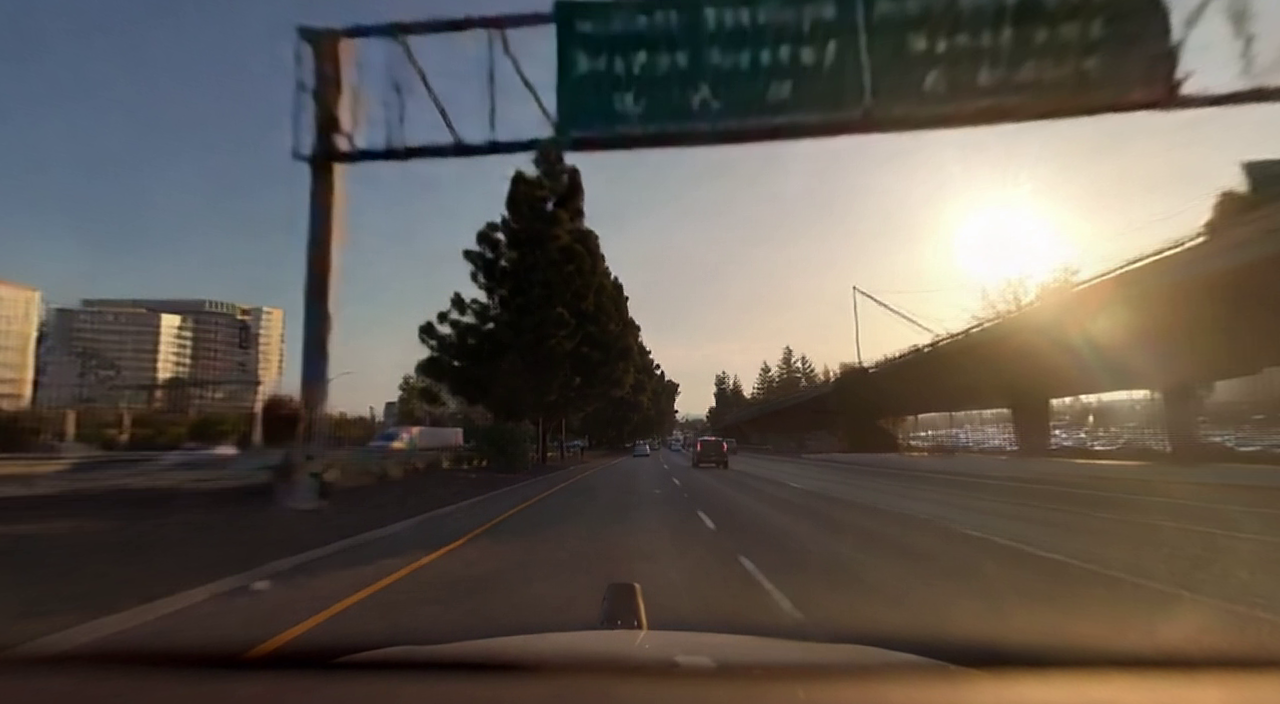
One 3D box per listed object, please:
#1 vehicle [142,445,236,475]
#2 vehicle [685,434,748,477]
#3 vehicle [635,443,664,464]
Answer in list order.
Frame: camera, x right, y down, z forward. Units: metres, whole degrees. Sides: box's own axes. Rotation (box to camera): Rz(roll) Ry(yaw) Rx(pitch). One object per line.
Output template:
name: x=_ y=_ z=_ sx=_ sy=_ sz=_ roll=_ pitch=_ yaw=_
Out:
vehicle: x=-23.777 y=5.717 z=33.543 sx=1.740 sy=1.468 sz=4.371 roll=0 pitch=-9 yaw=1
vehicle: x=3.399 y=4.751 z=29.208 sx=2.226 sy=1.779 sz=4.835 roll=0 pitch=-9 yaw=-1
vehicle: x=0.714 y=7.635 z=47.569 sx=2.046 sy=1.475 sz=3.784 roll=0 pitch=-9 yaw=1
